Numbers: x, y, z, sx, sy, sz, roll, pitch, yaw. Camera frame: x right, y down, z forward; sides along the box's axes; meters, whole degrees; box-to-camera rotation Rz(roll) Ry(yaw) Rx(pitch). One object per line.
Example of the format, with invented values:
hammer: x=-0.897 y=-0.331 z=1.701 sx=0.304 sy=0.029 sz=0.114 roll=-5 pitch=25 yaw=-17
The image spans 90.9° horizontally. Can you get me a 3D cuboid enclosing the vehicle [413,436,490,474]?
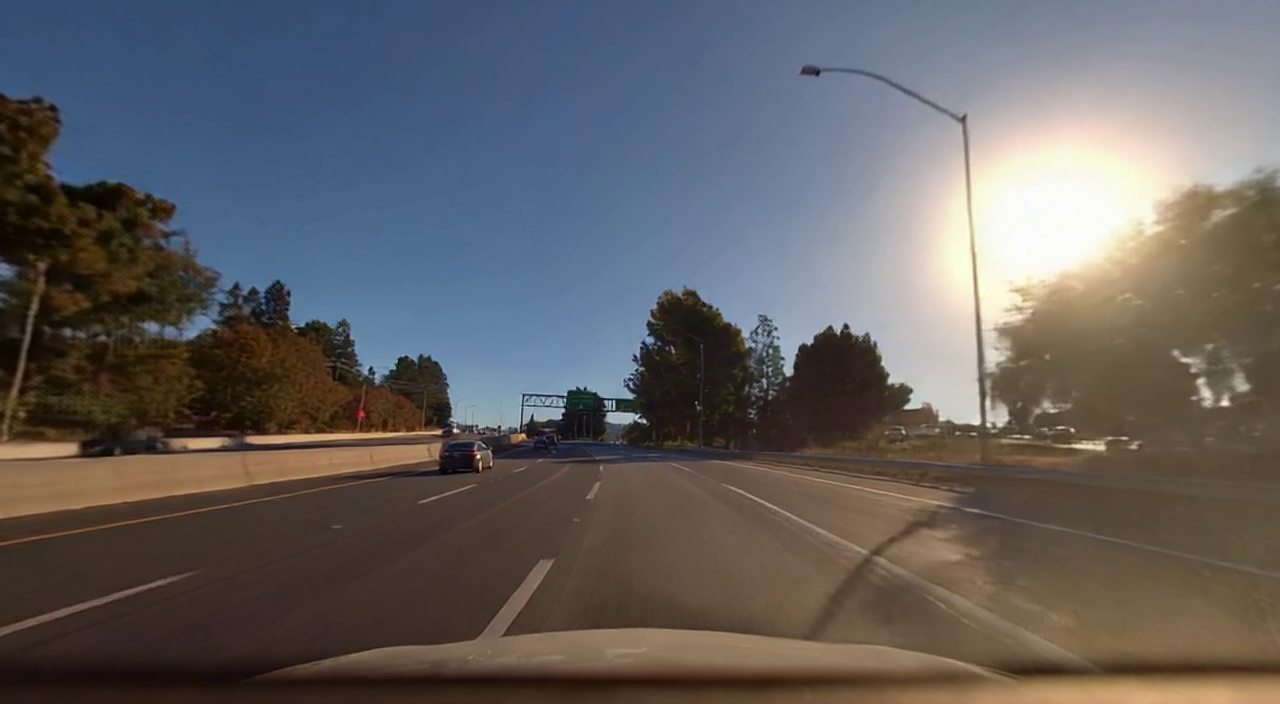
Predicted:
vehicle: x=-7.952 y=4.373 z=27.113 sx=2.025 sy=1.494 sz=4.495 roll=0 pitch=-8 yaw=-2

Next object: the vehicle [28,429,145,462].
vehicle: x=-26.803 y=4.569 z=30.772 sx=1.857 sy=1.473 sz=4.376 roll=0 pitch=-8 yaw=-2
